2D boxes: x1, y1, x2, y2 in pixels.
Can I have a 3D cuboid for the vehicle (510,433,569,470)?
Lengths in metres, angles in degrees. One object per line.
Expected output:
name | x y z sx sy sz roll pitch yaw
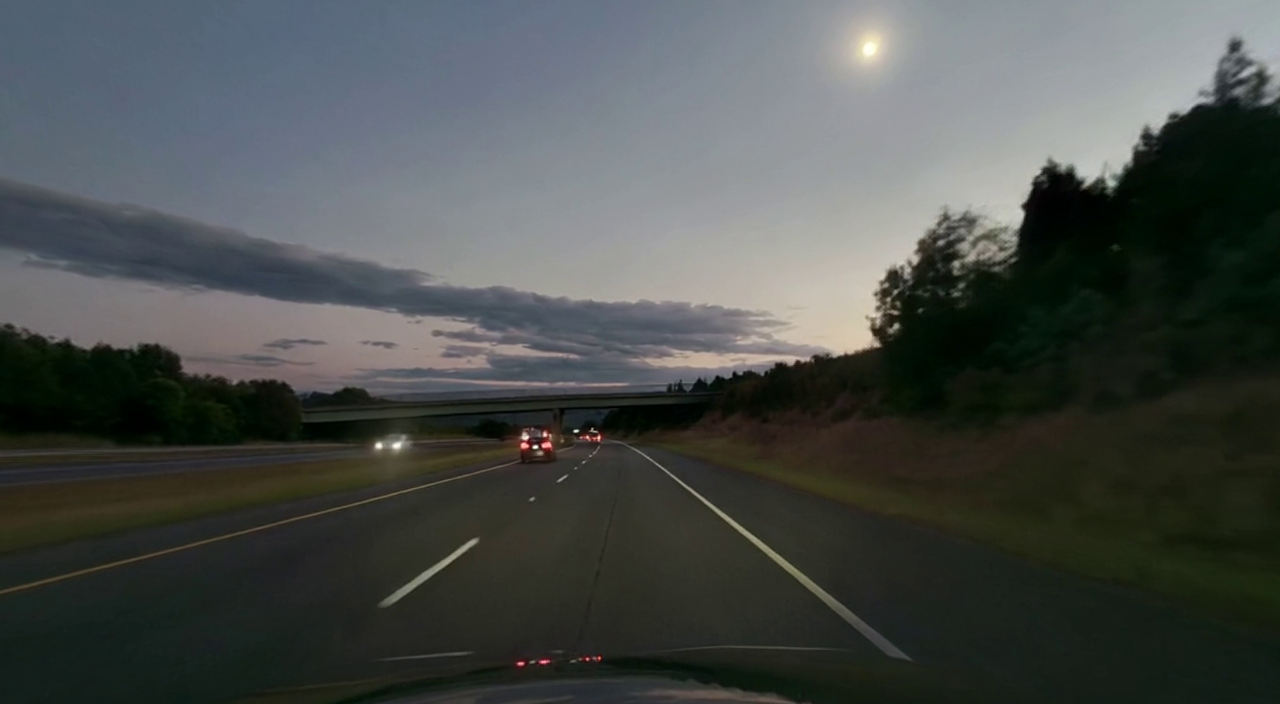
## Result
vehicle | -4.429 4.418 28.302 2.005 1.509 4.260 0 -8 -1
